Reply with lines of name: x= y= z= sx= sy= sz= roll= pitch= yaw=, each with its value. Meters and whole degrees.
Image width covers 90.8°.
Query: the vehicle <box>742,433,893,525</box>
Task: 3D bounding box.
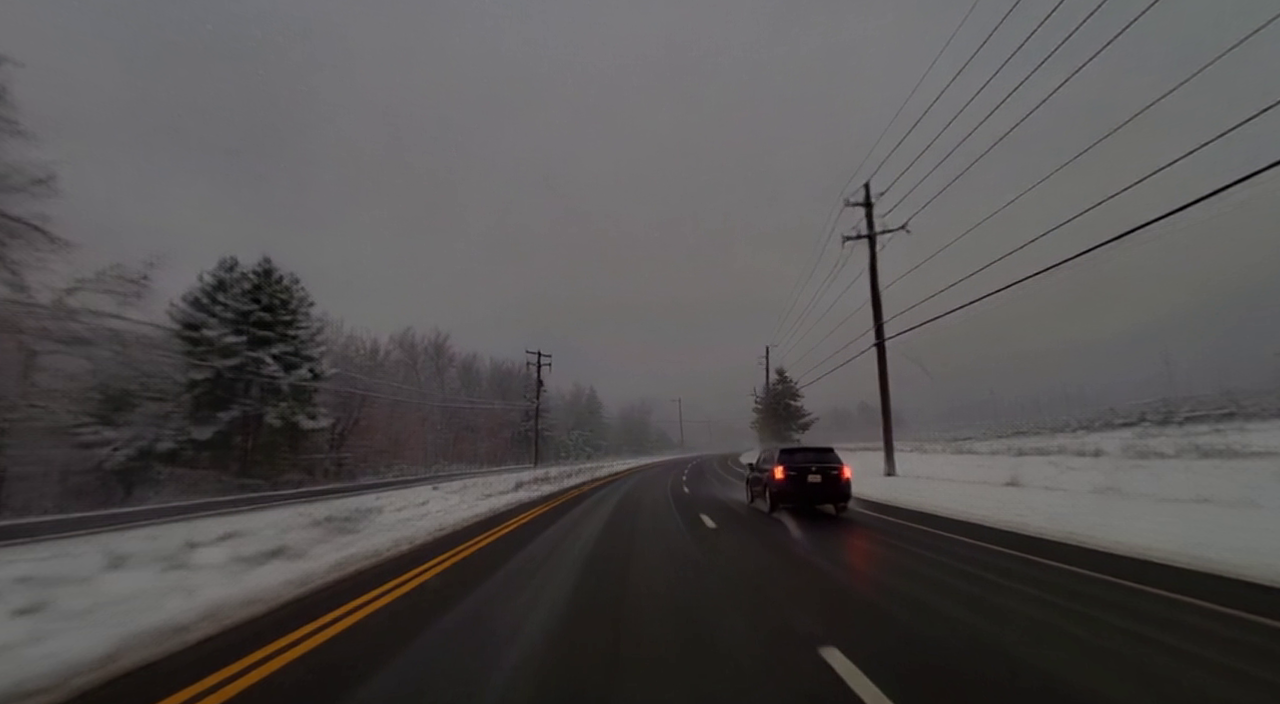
vehicle: x=3.679 y=2.715 z=14.019 sx=2.135 sy=1.692 sz=4.185 roll=0 pitch=-9 yaw=0
